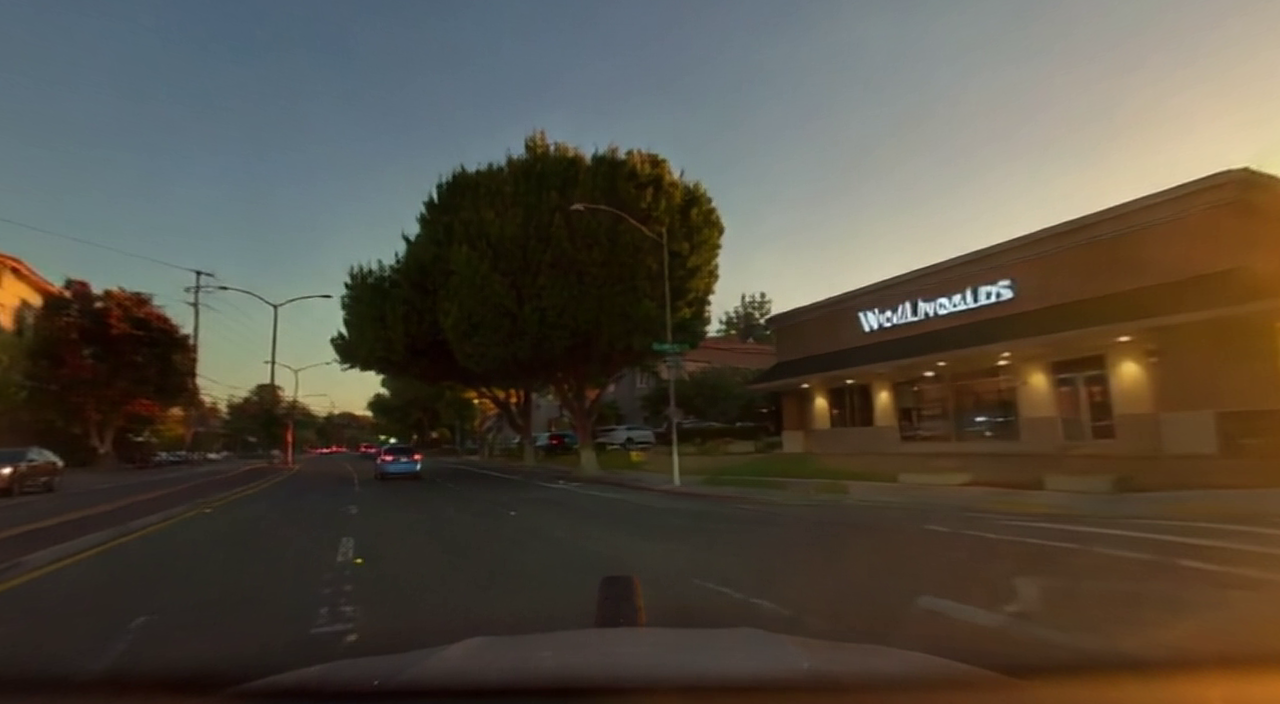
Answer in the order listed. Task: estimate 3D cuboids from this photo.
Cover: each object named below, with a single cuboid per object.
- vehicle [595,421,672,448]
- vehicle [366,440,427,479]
[{"bbox_3d":[-0.432,5.735,43.653,4.851,1.737,2.189,4,-9,-27],"label":"vehicle"},{"bbox_3d":[-11.413,4.943,29.450,2.197,1.642,4.312,4,-9,-26],"label":"vehicle"}]
